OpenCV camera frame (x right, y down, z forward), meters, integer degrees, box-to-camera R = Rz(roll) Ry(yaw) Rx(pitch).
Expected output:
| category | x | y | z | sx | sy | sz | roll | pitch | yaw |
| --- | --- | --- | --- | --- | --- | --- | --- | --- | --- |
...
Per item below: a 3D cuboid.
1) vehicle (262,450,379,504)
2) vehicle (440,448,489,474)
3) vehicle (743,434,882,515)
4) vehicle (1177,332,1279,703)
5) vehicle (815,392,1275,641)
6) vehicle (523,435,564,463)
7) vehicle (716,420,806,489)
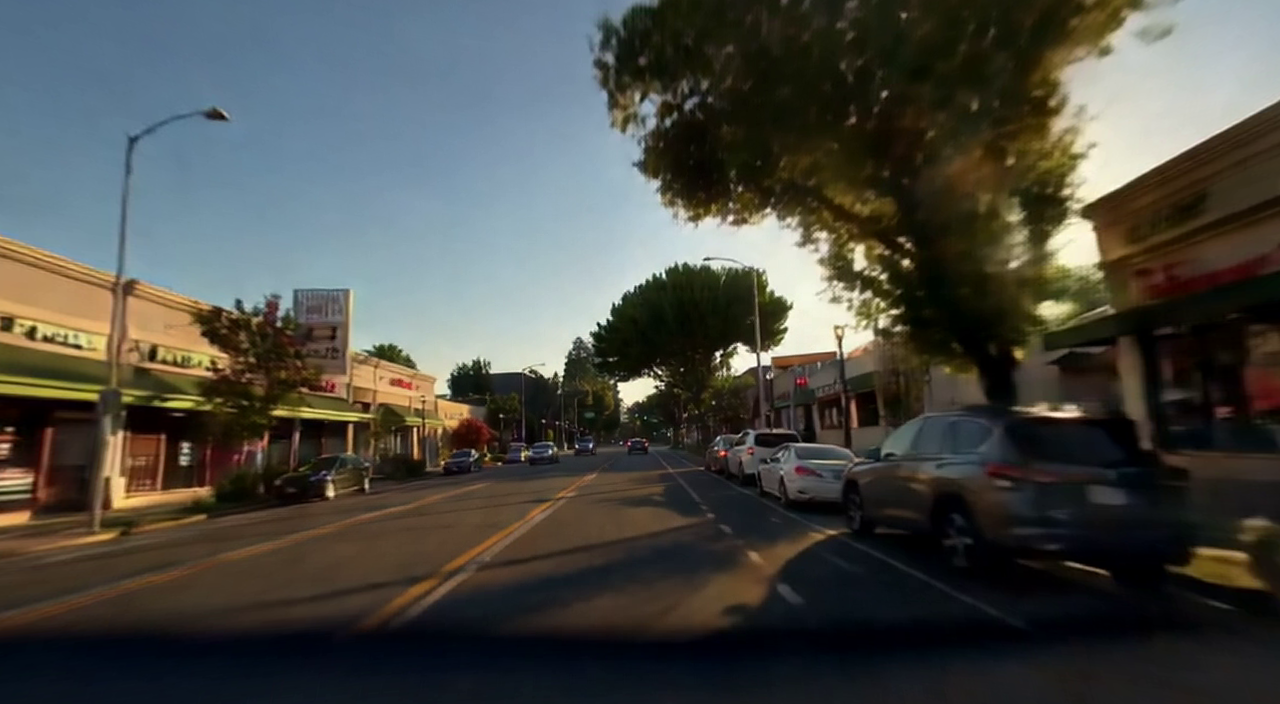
| category | x | y | z | sx | sy | sz | roll | pitch | yaw |
| --- | --- | --- | --- | --- | --- | --- | --- | --- | --- |
| vehicle | -10.784 | 4.220 | 21.682 | 1.930 | 1.621 | 3.853 | 0 | -8 | 0 |
| vehicle | -10.528 | 6.558 | 38.232 | 1.846 | 1.463 | 4.206 | 0 | -8 | -1 |
| vehicle | 3.874 | 2.851 | 15.138 | 1.876 | 1.468 | 4.672 | -5 | -9 | -1 |
| vehicle | 3.910 | 0.478 | 0.230 | 2.164 | 1.880 | 6.057 | 0 | -8 | 1 |
| vehicle | 3.840 | 1.644 | 7.544 | 2.132 | 1.889 | 5.213 | 0 | -8 | 2 |
| vehicle | -6.658 | 6.743 | 44.048 | 2.044 | 1.839 | 4.512 | 0 | -8 | 1 |
| vehicle | 3.827 | 3.345 | 20.820 | 1.976 | 2.001 | 4.430 | 0 | -8 | -2 |
